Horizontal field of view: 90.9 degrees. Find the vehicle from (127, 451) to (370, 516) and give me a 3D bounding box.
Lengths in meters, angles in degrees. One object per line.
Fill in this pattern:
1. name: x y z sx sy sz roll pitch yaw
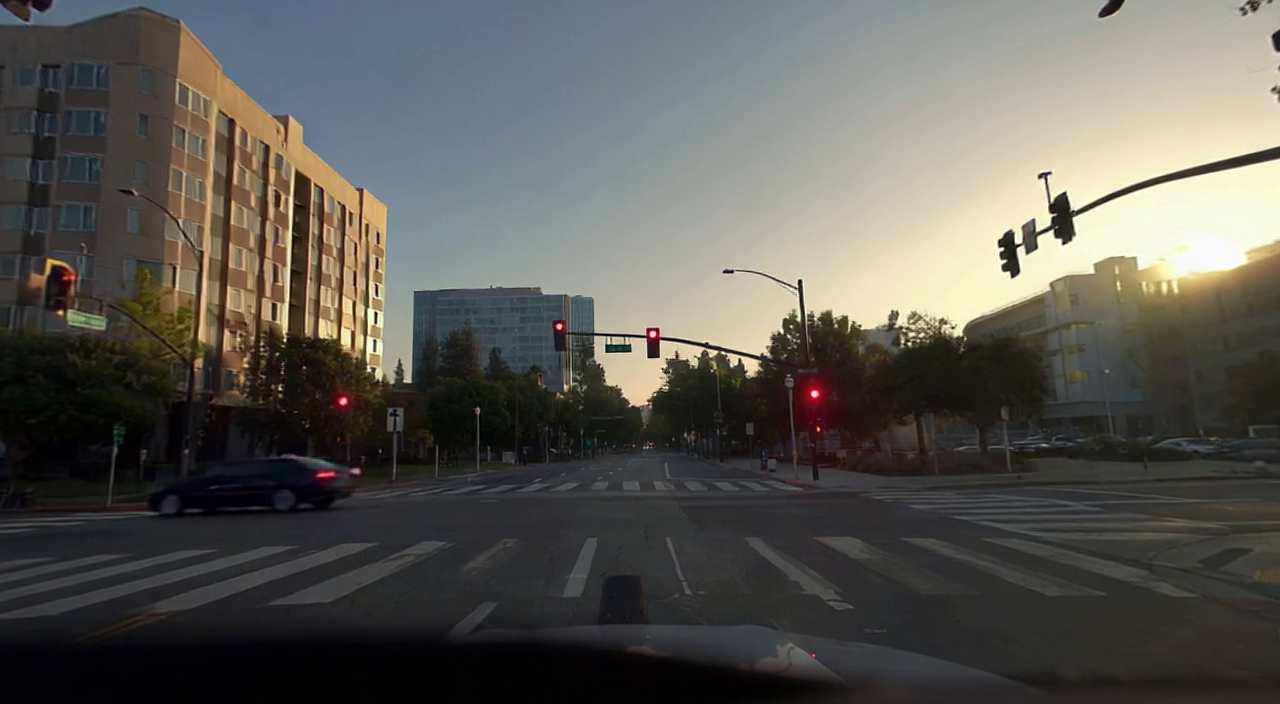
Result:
1. vehicle: -9.699 3.271 15.925 4.847 1.484 1.926 0 -8 1
